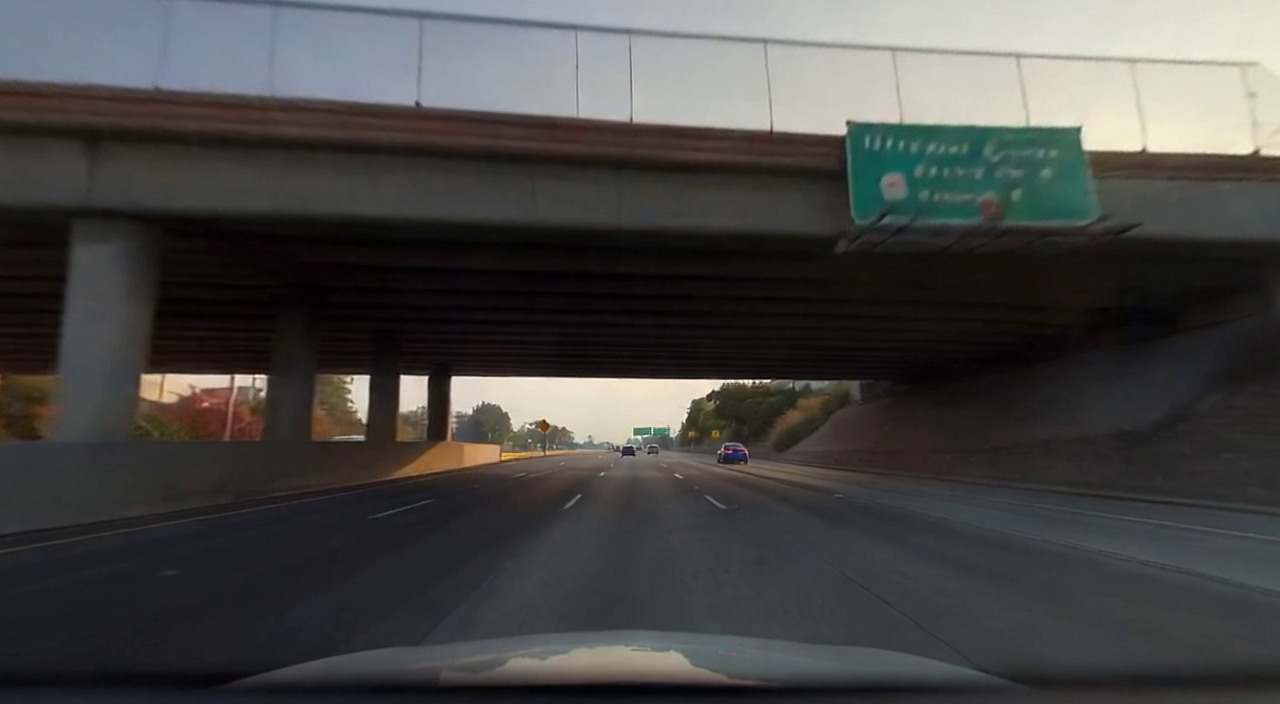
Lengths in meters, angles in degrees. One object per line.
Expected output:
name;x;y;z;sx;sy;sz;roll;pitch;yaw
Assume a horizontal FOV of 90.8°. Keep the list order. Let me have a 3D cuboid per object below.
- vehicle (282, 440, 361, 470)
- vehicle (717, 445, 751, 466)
vehicle;-19.141;6.224;38.283;2.208;1.660;5.052;0;-9;0
vehicle;7.195;7.985;48.981;1.958;1.498;4.447;0;-7;0
